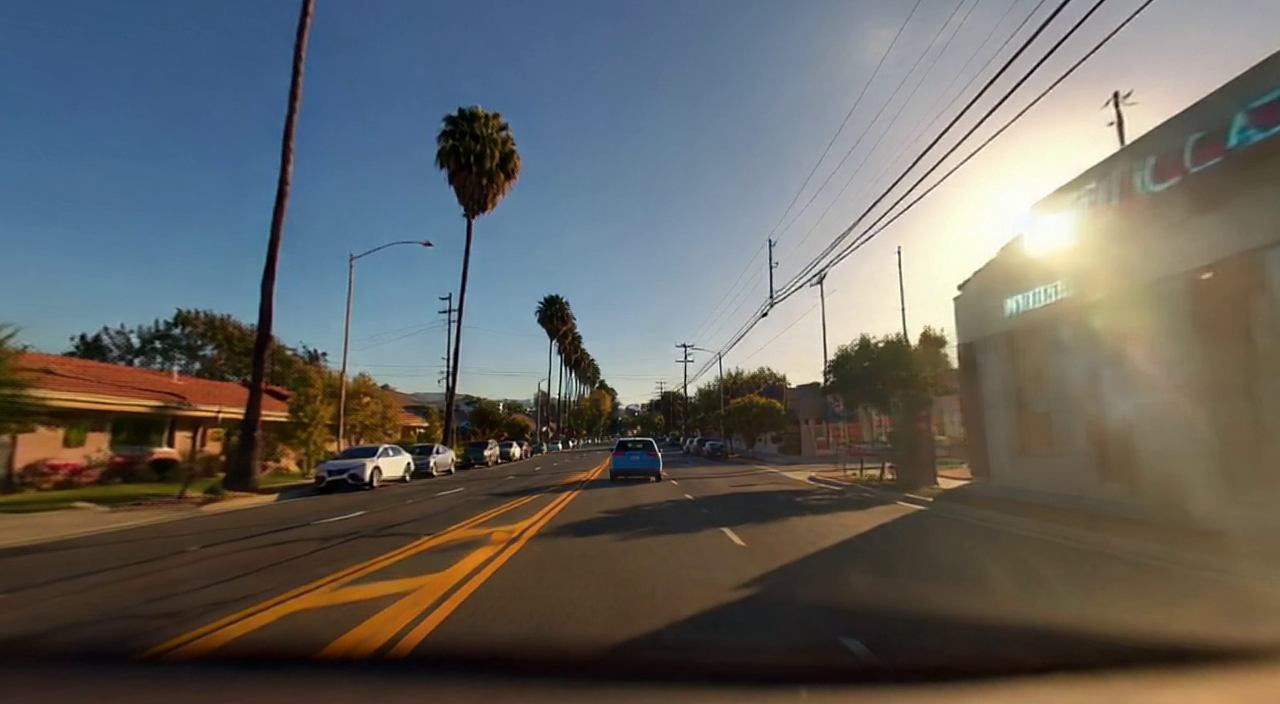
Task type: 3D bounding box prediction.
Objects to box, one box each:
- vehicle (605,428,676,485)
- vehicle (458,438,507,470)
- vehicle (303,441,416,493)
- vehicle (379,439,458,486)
[{"bbox_3d":[-0.061,3.696,22.506,2.264,1.798,4.563,0,-8,-2],"label":"vehicle"},{"bbox_3d":[-10.085,6.537,40.595,1.958,1.937,4.114,-1,-8,2],"label":"vehicle"},{"bbox_3d":[-10.166,4.180,23.296,2.075,1.693,4.696,0,-8,-1],"label":"vehicle"},{"bbox_3d":[-10.165,5.043,29.340,1.992,1.744,4.896,-2,-6,0],"label":"vehicle"}]
